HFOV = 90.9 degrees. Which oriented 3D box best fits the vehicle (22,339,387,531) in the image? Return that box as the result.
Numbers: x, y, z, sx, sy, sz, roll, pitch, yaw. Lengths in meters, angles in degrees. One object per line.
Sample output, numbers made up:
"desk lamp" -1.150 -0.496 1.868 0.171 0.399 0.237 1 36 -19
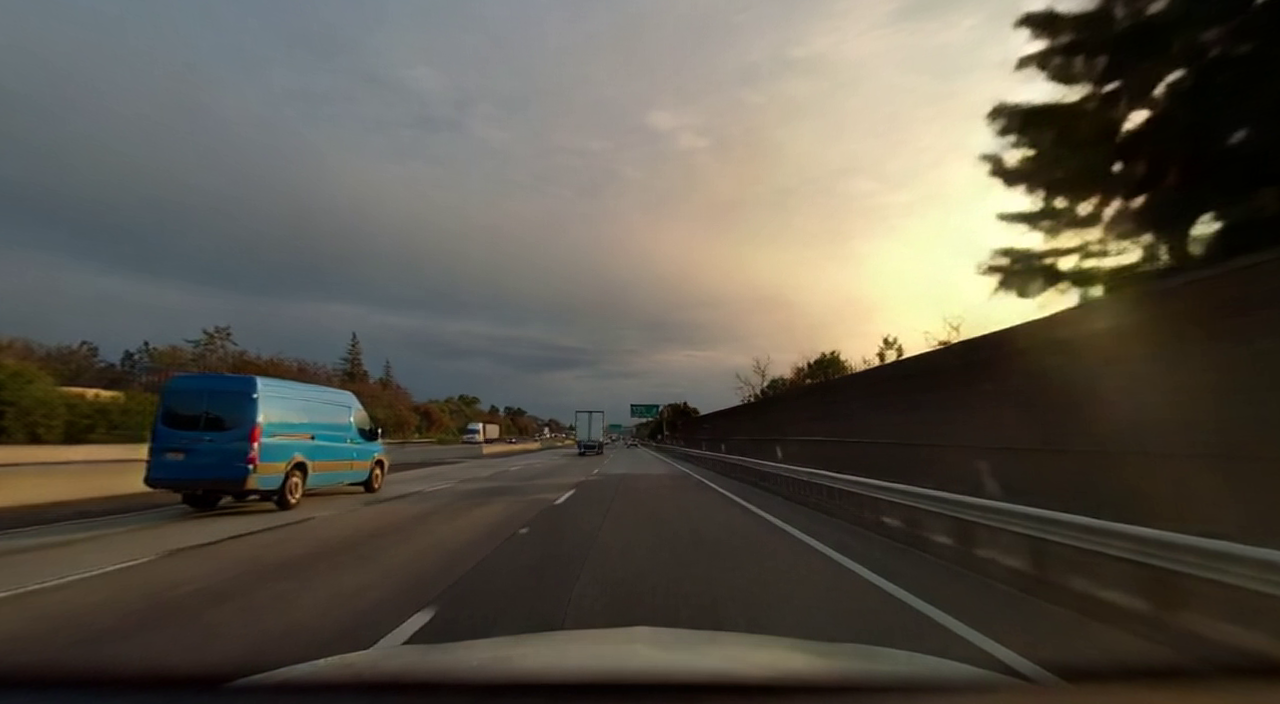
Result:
"vehicle" -7.658 1.652 12.616 2.396 2.763 6.935 0 -8 -1
